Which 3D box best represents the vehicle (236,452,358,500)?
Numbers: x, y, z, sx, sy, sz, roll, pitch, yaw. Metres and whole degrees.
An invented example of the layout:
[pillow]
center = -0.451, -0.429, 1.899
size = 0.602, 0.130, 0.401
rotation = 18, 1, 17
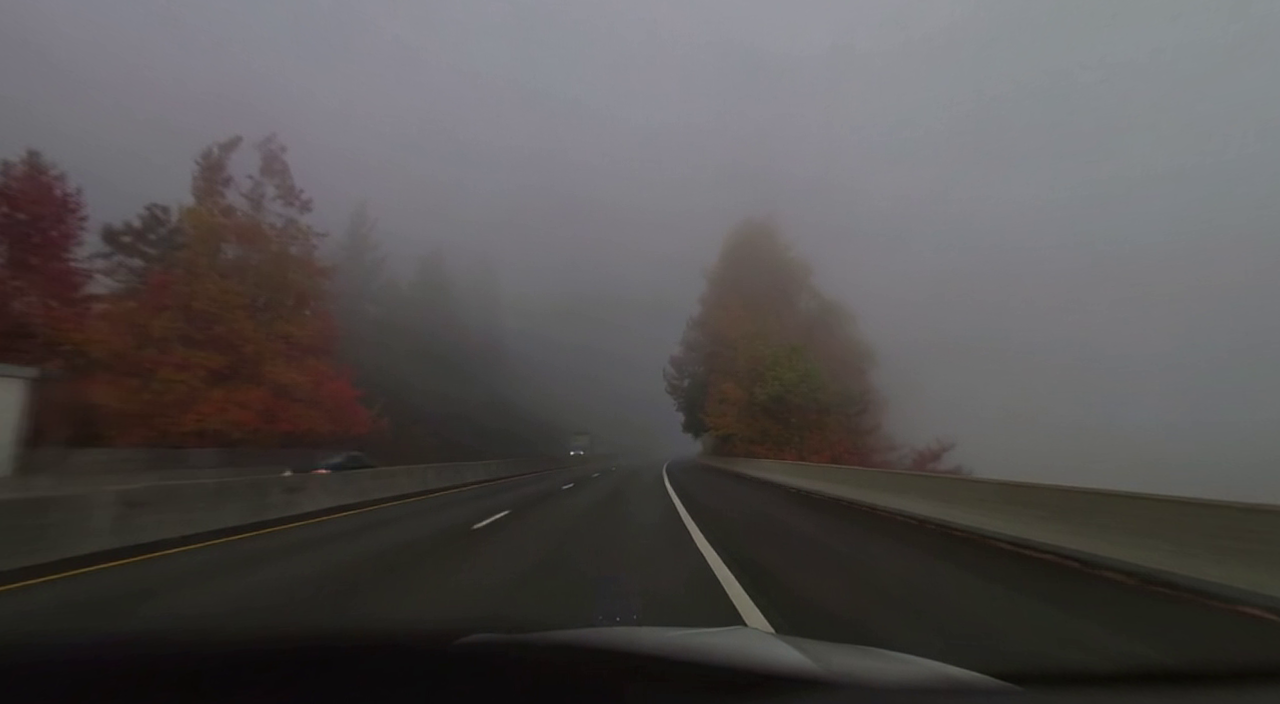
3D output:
[vehicle]
center = -12.842, 4.646, 23.887
size = 1.976, 1.564, 4.707
rotation = -1, -9, 1
